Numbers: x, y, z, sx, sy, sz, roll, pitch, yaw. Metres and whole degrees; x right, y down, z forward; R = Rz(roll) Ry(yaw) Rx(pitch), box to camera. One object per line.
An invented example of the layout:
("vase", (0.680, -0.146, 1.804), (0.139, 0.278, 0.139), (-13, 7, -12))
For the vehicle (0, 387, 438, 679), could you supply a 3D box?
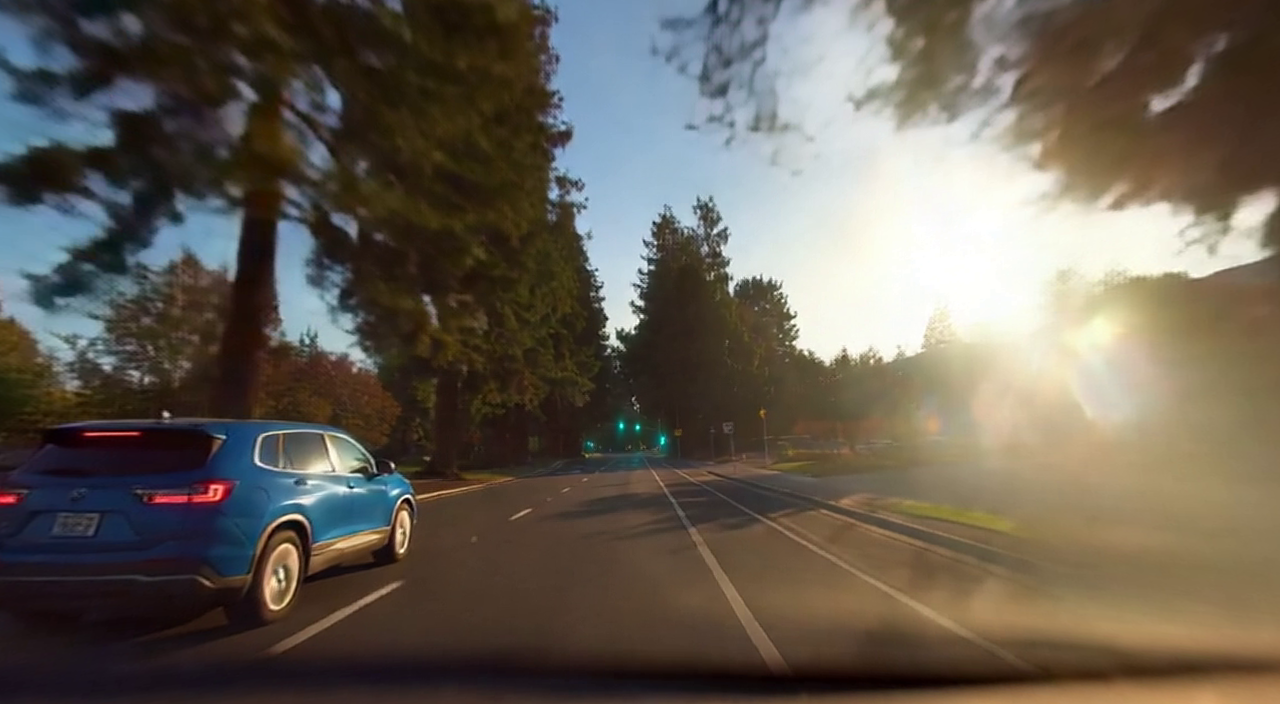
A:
("vehicle", (-3.728, 1.406, 6.022), (2.121, 1.724, 4.392), (0, -9, 0))
